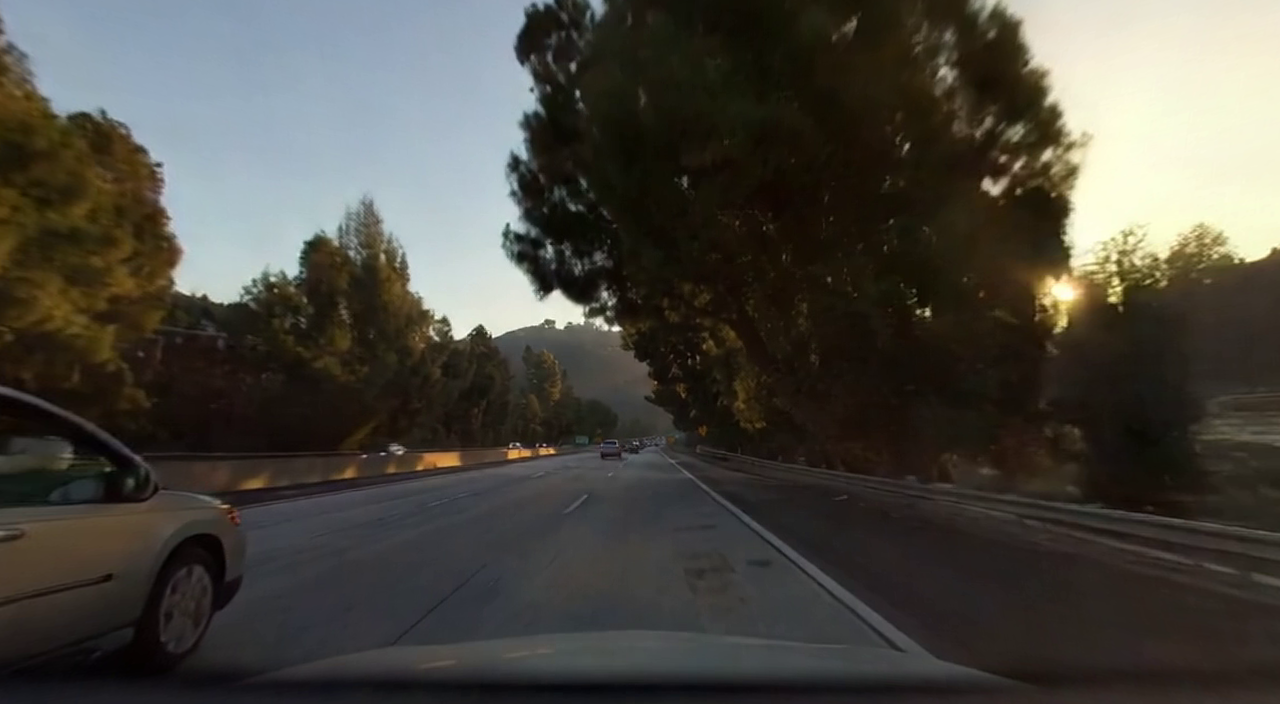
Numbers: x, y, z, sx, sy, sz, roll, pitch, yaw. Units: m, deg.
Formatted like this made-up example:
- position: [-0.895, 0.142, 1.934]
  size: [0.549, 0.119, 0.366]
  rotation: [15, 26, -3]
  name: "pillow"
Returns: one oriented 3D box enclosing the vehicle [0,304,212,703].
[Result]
- position: [-4.097, 0.529, 1.099]
  size: [2.316, 1.970, 5.966]
  rotation: [0, -8, 2]
  name: "vehicle"
